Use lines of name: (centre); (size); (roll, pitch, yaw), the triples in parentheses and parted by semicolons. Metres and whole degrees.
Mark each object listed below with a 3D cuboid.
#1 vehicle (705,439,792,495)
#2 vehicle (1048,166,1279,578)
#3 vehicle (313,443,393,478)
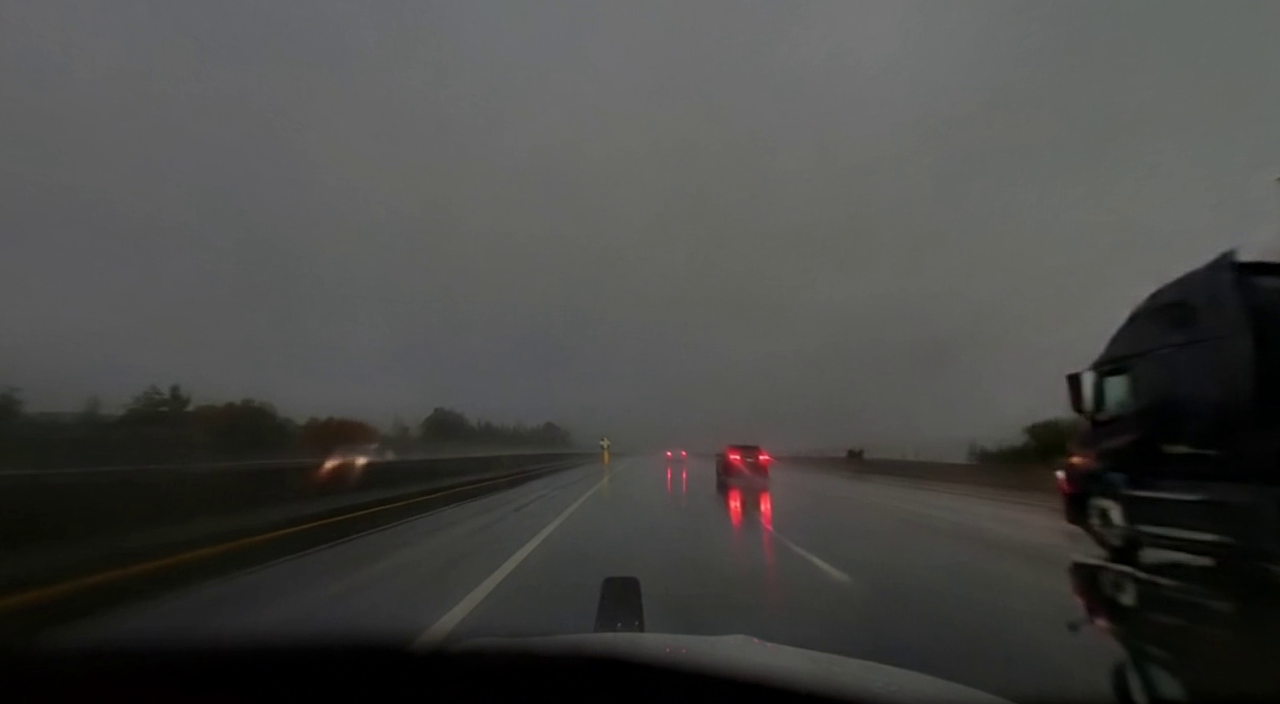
vehicle: (3.322, 3.605, 20.004); (2.024, 1.579, 3.707); (0, -9, -1)
vehicle: (7.736, 0.279, 6.754); (2.935, 3.986, 5.201); (0, -9, 0)
vehicle: (-15.057, 5.712, 33.299); (2.062, 1.666, 4.521); (-1, -9, 1)
